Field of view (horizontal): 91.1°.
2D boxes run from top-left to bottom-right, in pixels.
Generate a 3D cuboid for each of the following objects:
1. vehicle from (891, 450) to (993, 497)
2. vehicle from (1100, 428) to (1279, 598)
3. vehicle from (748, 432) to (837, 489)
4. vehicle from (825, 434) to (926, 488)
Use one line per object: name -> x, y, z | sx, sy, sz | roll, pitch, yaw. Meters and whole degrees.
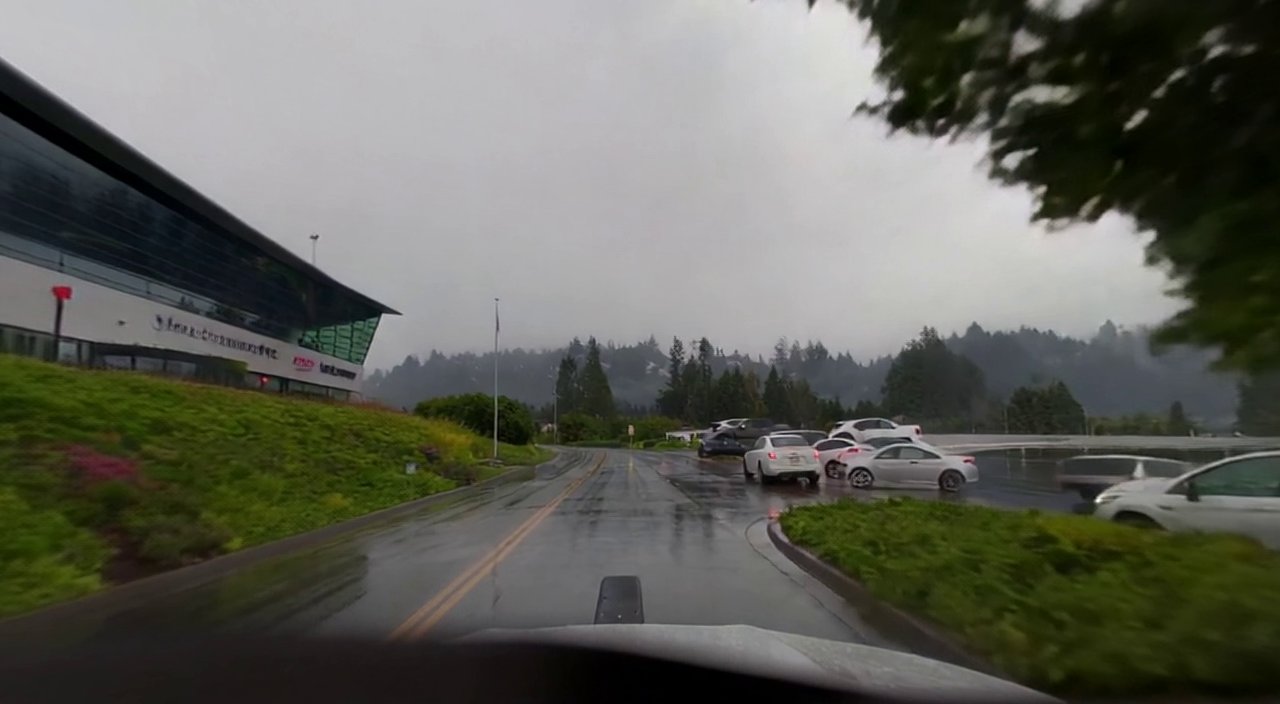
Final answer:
vehicle -> 10.768, 4.320, 22.747 | 1.819, 1.494, 3.834 | 0, -9, 1
vehicle -> 8.486, 1.875, 7.374 | 2.113, 1.945, 4.546 | 2, -9, -13
vehicle -> 5.476, 3.951, 23.127 | 1.977, 1.860, 4.237 | 0, -9, -3
vehicle -> 8.257, 3.866, 22.547 | 1.924, 1.713, 4.627 | 0, -9, 2
